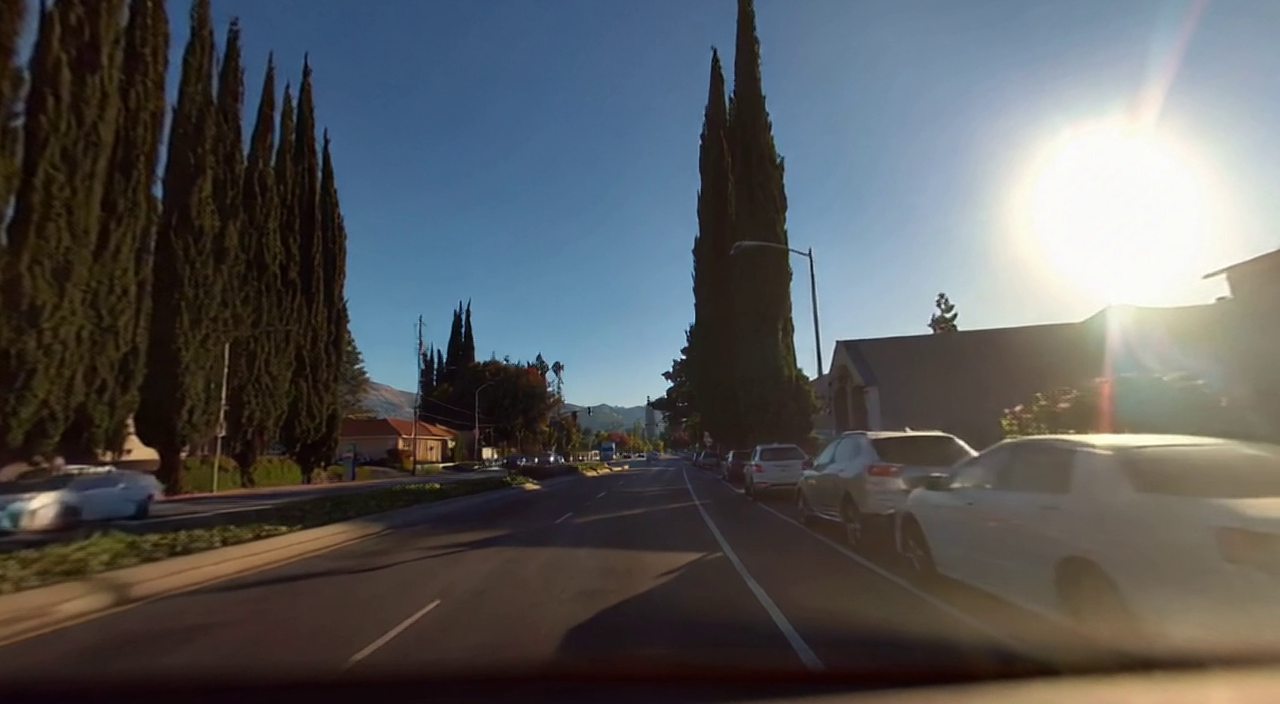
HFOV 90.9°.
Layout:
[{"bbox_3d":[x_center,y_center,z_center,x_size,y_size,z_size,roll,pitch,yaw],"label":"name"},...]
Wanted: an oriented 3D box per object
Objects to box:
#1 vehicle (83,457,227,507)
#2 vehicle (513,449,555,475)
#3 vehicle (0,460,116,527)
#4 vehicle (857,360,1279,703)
[{"bbox_3d":[-19.010,5.086,25.042,2.013,1.667,4.412,-1,-8,4],"label":"vehicle"},{"bbox_3d":[-7.512,7.805,45.196,2.331,1.696,4.861,0,-8,-1],"label":"vehicle"},{"bbox_3d":[-16.139,3.507,15.682,1.946,1.492,4.794,0,-8,2],"label":"vehicle"},{"bbox_3d":[3.562,1.251,4.801,2.078,1.738,5.133,0,-8,1],"label":"vehicle"}]
